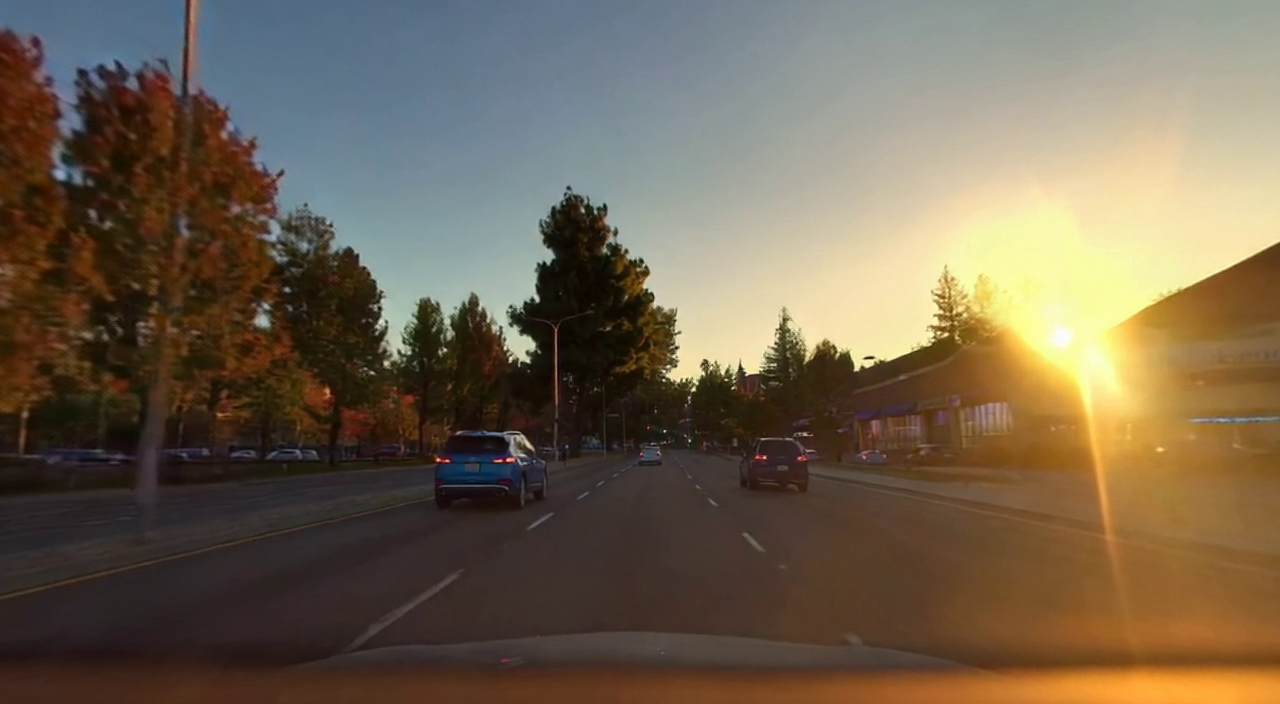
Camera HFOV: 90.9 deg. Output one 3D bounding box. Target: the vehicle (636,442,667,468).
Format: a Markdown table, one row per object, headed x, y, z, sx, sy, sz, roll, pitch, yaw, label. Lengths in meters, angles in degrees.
| x | y | z | sx | sy | sz | roll | pitch | yaw | label |
| --- | --- | --- | --- | --- | --- | --- | --- | --- | --- |
| 0.807 | 7.108 | 43.785 | 2.067 | 1.702 | 3.987 | 0 | -8 | 2 | vehicle |

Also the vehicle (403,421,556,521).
| x | y | z | sx | sy | sz | roll | pitch | yaw | label |
| --- | --- | --- | --- | --- | --- | --- | --- | --- | --- |
| -3.233 | 2.509 | 13.800 | 2.047 | 1.810 | 4.414 | 0 | -8 | 2 | vehicle |

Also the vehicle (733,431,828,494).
| x | y | z | sx | sy | sz | roll | pitch | yaw | label |
| --- | --- | --- | --- | --- | --- | --- | --- | --- | --- |
| 4.321 | 3.477 | 20.192 | 2.083 | 1.779 | 4.347 | 0 | -8 | 1 | vehicle |

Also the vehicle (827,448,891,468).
| x | y | z | sx | sy | sz | roll | pitch | yaw | label |
| --- | --- | --- | --- | --- | --- | --- | --- | --- | --- |
| 16.587 | 8.033 | 47.741 | 4.133 | 1.475 | 1.833 | 2 | -9 | -11 | vehicle |
